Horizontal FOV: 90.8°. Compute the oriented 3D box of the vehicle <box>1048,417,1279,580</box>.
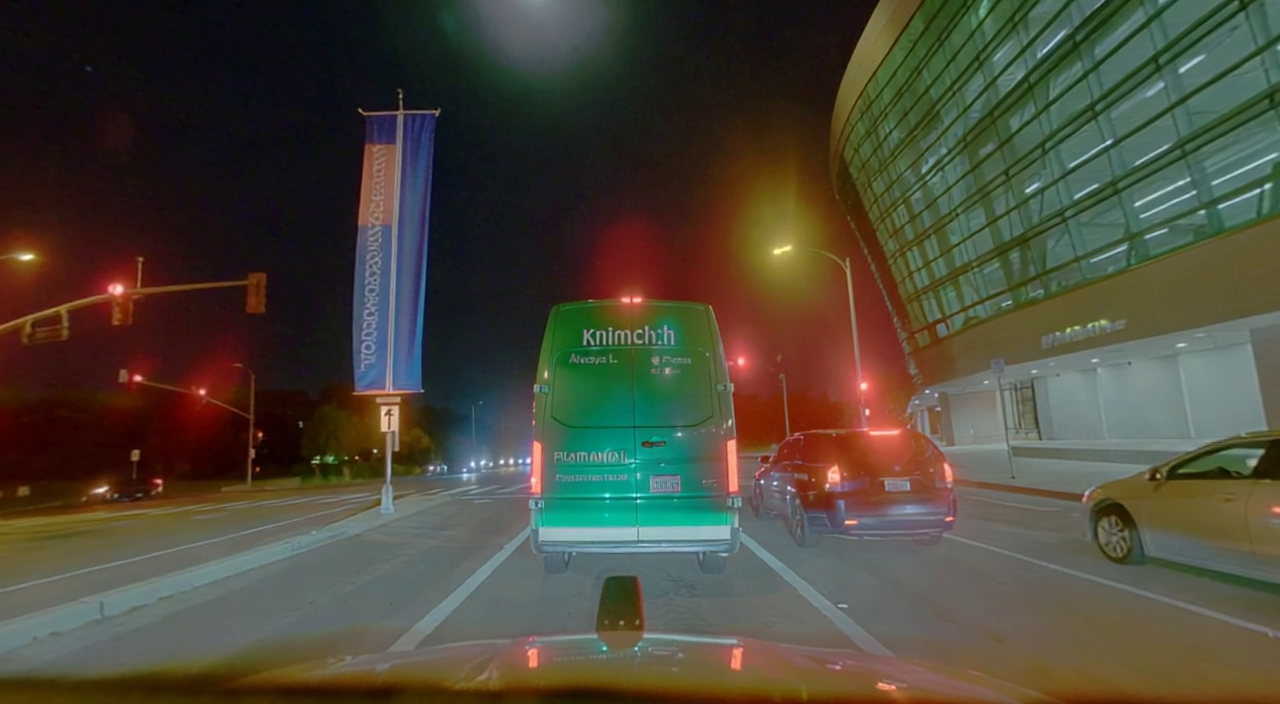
[{"bbox_3d":[7.527,1.588,7.019,1.963,1.669,4.678,3,-9,-20],"label":"vehicle"}]

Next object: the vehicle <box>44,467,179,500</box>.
[{"bbox_3d":[-27.191,6.750,32.687,4.888,1.481,1.873,2,-9,-14],"label":"vehicle"}]

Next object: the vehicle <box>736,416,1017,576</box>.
[{"bbox_3d":[2.877,1.868,9.055,2.183,1.676,4.506,0,-8,-1],"label":"vehicle"}]

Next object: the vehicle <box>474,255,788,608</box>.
[{"bbox_3d":[-0.036,1.169,9.105,2.613,3.035,7.342,0,-8,1],"label":"vehicle"}]
